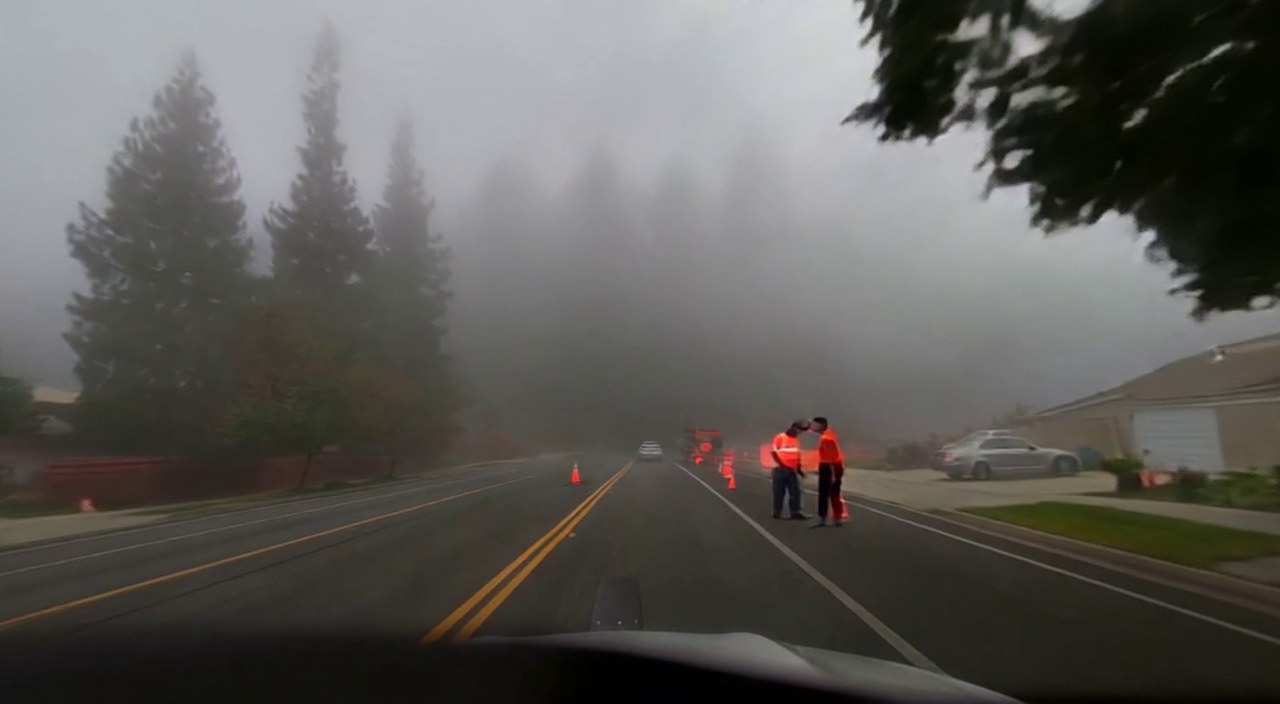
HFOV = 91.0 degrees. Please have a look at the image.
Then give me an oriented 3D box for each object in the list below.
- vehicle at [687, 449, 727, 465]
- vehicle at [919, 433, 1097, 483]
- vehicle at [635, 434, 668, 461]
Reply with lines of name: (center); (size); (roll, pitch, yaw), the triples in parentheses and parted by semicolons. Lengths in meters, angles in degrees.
vehicle: (3.953, 6.286, 37.632); (2.123, 0.883, 3.024); (0, -8, 0)
vehicle: (11.617, 3.366, 20.133); (4.463, 1.466, 1.813); (0, -9, 4)
vehicle: (0.749, 6.416, 42.173); (2.151, 1.708, 4.084); (0, -9, 1)
